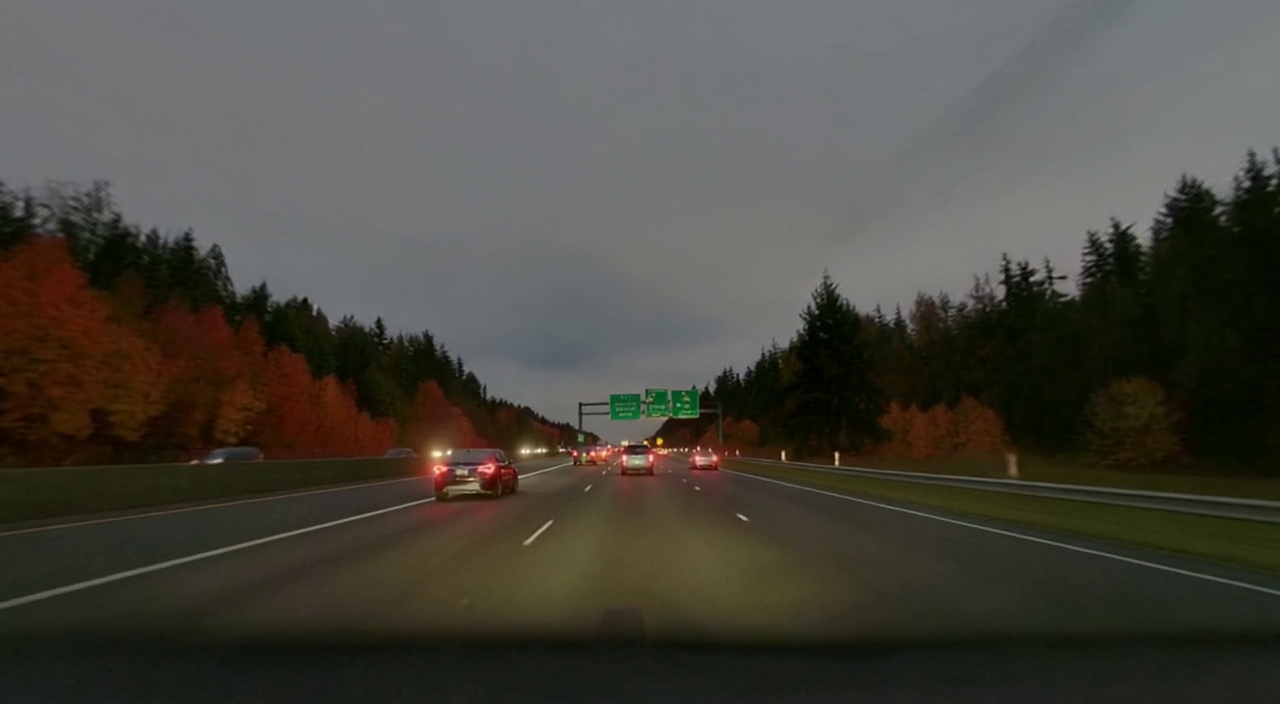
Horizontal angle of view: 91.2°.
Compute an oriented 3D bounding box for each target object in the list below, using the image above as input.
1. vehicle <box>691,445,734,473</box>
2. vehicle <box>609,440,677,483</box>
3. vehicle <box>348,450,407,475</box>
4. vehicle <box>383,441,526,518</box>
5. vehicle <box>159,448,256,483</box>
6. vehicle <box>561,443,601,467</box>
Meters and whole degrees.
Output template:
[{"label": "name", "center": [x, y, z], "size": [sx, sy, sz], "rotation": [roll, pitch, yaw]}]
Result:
[{"label": "vehicle", "center": [4.262, 6.349, 37.457], "size": [2.035, 1.571, 4.413], "rotation": [0, -9, 0]}, {"label": "vehicle", "center": [0.092, 4.591, 26.548], "size": [2.634, 1.679, 4.070], "rotation": [0, -9, 0]}, {"label": "vehicle", "center": [-18.063, 7.599, 43.343], "size": [2.003, 1.593, 4.777], "rotation": [0, -9, 0]}, {"label": "vehicle", "center": [-4.024, 2.821, 14.410], "size": [2.017, 1.469, 4.113], "rotation": [0, -9, 0]}, {"label": "vehicle", "center": [-22.094, 5.782, 32.255], "size": [1.919, 1.671, 4.274], "rotation": [0, -9, 0]}, {"label": "vehicle", "center": [-4.371, 7.754, 47.174], "size": [2.545, 1.679, 4.267], "rotation": [0, -9, 0]}]
